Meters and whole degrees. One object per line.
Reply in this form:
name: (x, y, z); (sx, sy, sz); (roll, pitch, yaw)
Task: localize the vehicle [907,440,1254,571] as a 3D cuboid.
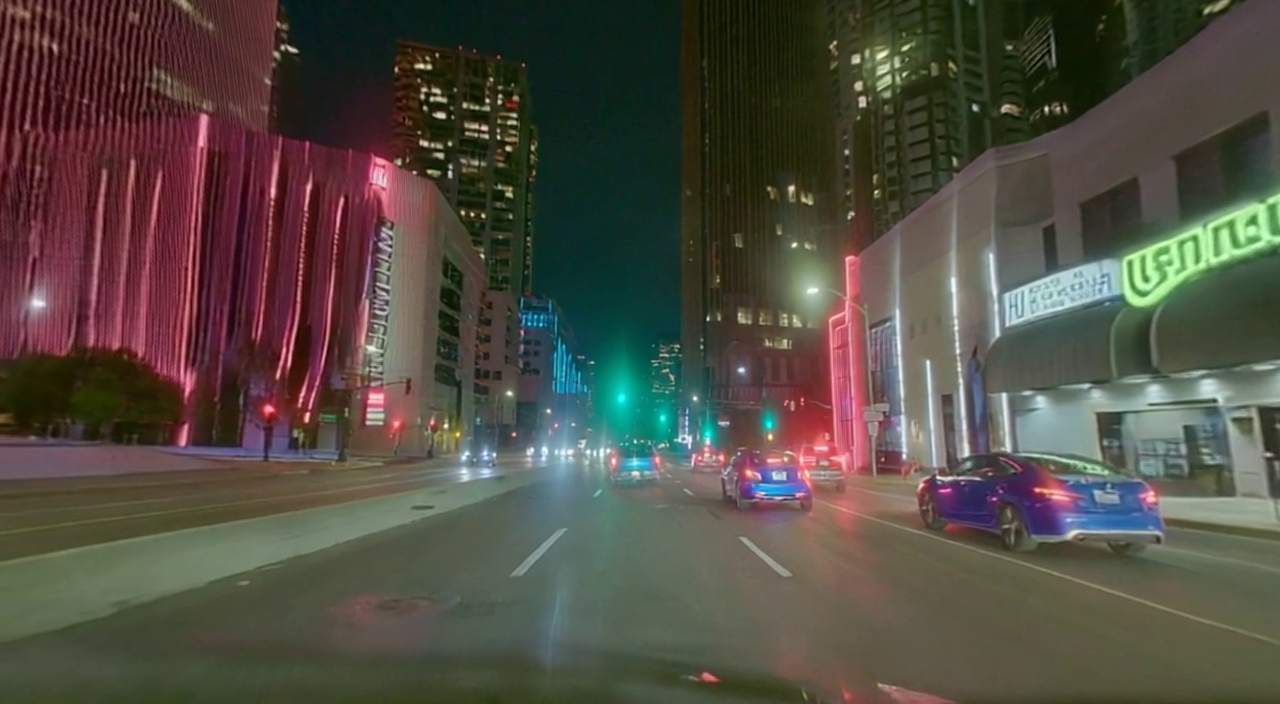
vehicle: (6.100, 2.123, 9.686); (1.914, 1.484, 4.639); (0, -8, -1)

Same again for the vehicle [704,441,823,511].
vehicle: (2.900, 3.000, 15.871); (1.987, 1.484, 4.427); (0, -8, -1)

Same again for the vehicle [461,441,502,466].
vehicle: (-11.938, 7.656, 47.880); (1.861, 1.780, 4.814); (0, -8, 1)

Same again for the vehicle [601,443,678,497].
vehicle: (-0.031, 3.523, 19.347); (2.096, 1.457, 4.160); (0, -8, -1)
